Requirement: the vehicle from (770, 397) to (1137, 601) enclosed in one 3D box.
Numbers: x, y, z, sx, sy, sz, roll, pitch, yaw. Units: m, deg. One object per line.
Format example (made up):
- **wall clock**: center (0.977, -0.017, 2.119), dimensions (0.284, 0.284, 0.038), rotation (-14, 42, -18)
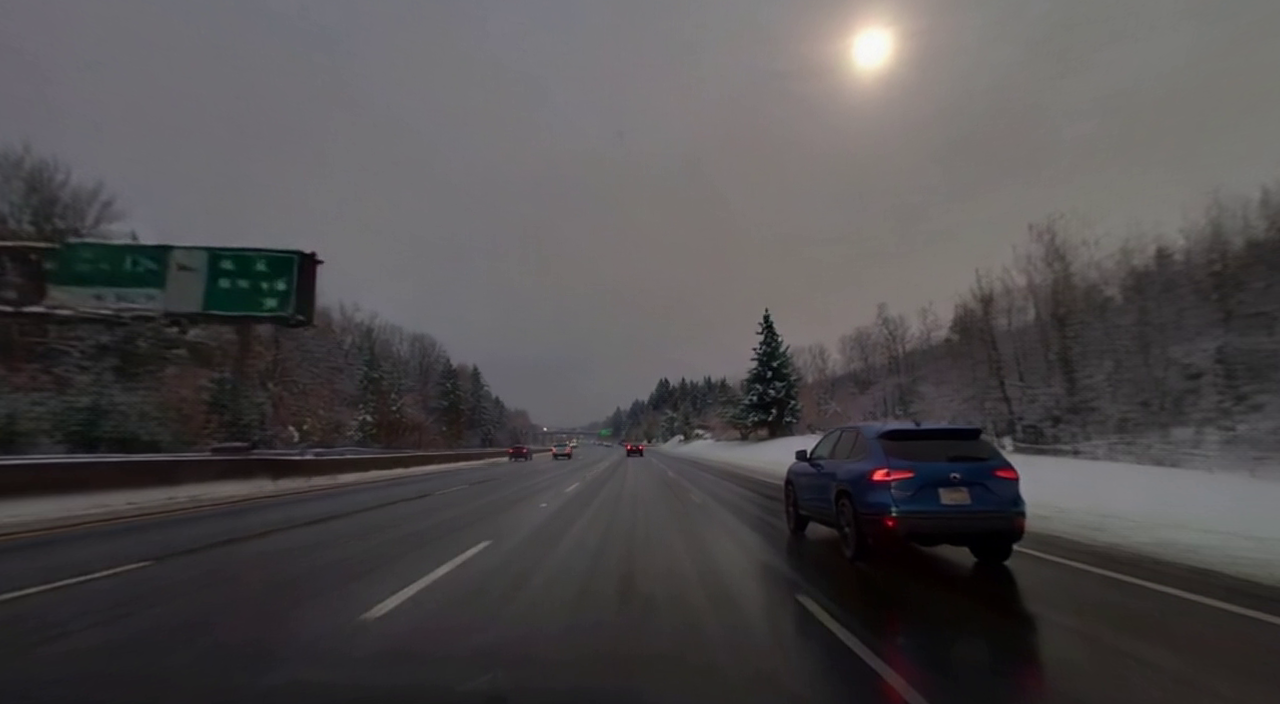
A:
- **vehicle**: center (3.091, 1.554, 7.496), dimensions (2.120, 1.706, 4.226), rotation (0, -8, -1)
